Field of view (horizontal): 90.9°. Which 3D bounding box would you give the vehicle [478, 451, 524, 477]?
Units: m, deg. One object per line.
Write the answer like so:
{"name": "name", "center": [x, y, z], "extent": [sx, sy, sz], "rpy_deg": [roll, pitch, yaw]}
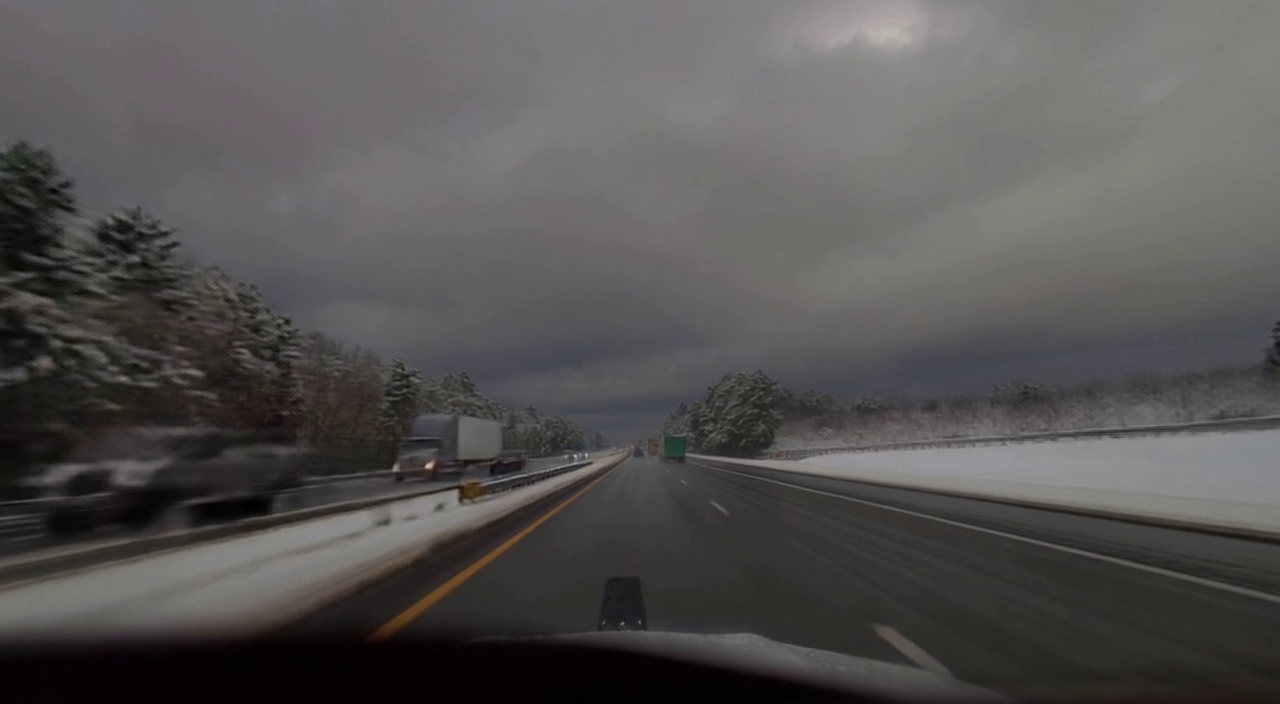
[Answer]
{"name": "vehicle", "center": [-8.627, 6.959, 39.393], "extent": [1.963, 1.511, 3.901], "rpy_deg": [0, -9, 0]}

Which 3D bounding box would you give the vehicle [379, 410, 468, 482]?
{"name": "vehicle", "center": [-12.840, 5.677, 38.032], "extent": [3.047, 3.925, 6.286], "rpy_deg": [0, -9, 0]}

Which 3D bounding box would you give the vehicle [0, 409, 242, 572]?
{"name": "vehicle", "center": [-8.592, 1.917, 9.250], "extent": [2.135, 1.906, 5.000], "rpy_deg": [0, -9, 1]}
